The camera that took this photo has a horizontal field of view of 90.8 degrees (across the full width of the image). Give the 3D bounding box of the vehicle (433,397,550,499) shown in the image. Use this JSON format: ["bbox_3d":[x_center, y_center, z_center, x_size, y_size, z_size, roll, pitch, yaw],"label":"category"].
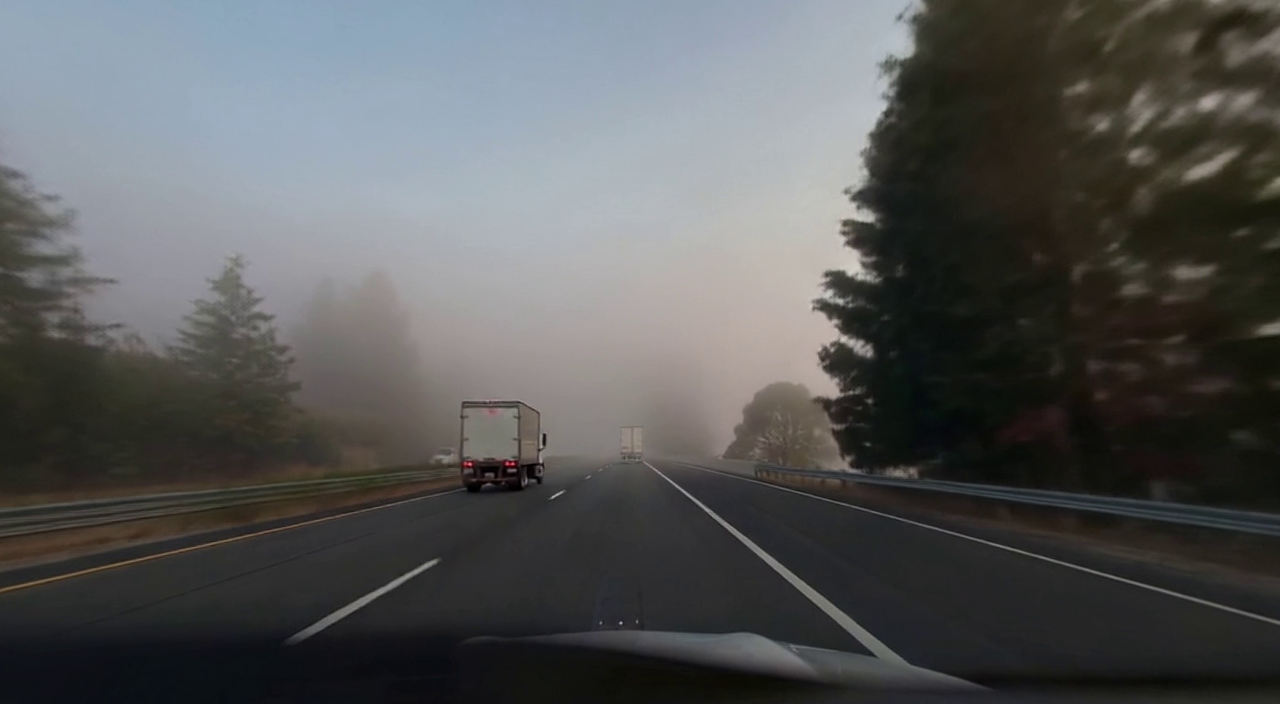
[{"bbox_3d":[-4.595,3.179,20.855,2.368,2.813,6.329,0,-9,-1],"label":"vehicle"}]
